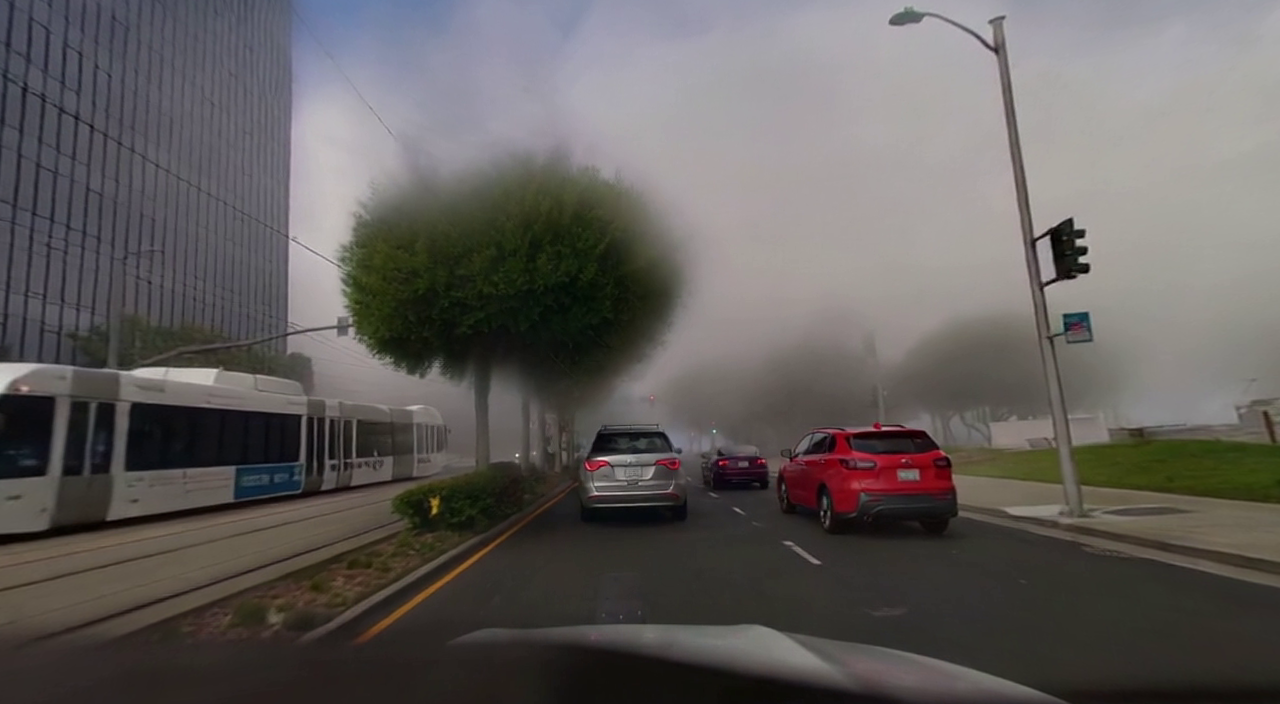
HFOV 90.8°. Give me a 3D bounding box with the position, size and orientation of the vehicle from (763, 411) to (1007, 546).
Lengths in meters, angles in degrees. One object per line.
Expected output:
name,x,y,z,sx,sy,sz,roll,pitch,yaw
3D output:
vehicle,3.597,1.960,10.454,2.029,1.717,4.624,0,-8,-2

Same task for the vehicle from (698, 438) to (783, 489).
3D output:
vehicle,3.181,3.625,20.926,1.993,1.480,4.324,0,-8,-2

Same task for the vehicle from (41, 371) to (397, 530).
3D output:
vehicle,-10.971,2.852,18.730,3.053,3.359,10.539,0,-8,2

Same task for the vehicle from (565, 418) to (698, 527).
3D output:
vehicle,-0.192,2.301,12.587,2.178,1.779,4.255,0,-8,-1
